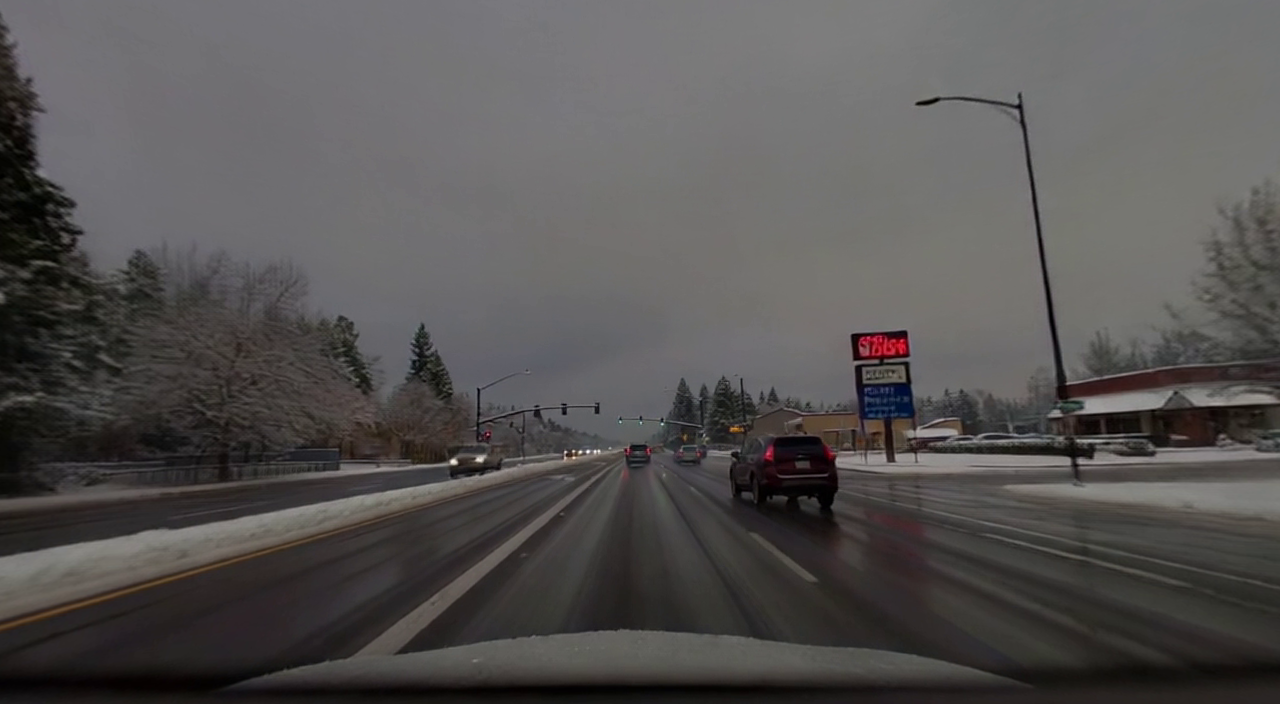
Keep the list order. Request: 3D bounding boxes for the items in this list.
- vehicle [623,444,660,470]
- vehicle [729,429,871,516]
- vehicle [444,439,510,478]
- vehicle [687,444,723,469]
[{"bbox_3d":[0.082,6.387,38.722,2.135,1.468,4.076,0,-8,0],"label":"vehicle"},{"bbox_3d":[3.377,2.640,14.332,2.022,1.643,4.326,0,-8,-1],"label":"vehicle"},{"bbox_3d":[-8.455,5.538,33.254,2.142,1.872,4.689,0,-8,1],"label":"vehicle"},{"bbox_3d":[4.135,6.684,40.673,1.889,1.473,4.303,0,-8,0],"label":"vehicle"}]
